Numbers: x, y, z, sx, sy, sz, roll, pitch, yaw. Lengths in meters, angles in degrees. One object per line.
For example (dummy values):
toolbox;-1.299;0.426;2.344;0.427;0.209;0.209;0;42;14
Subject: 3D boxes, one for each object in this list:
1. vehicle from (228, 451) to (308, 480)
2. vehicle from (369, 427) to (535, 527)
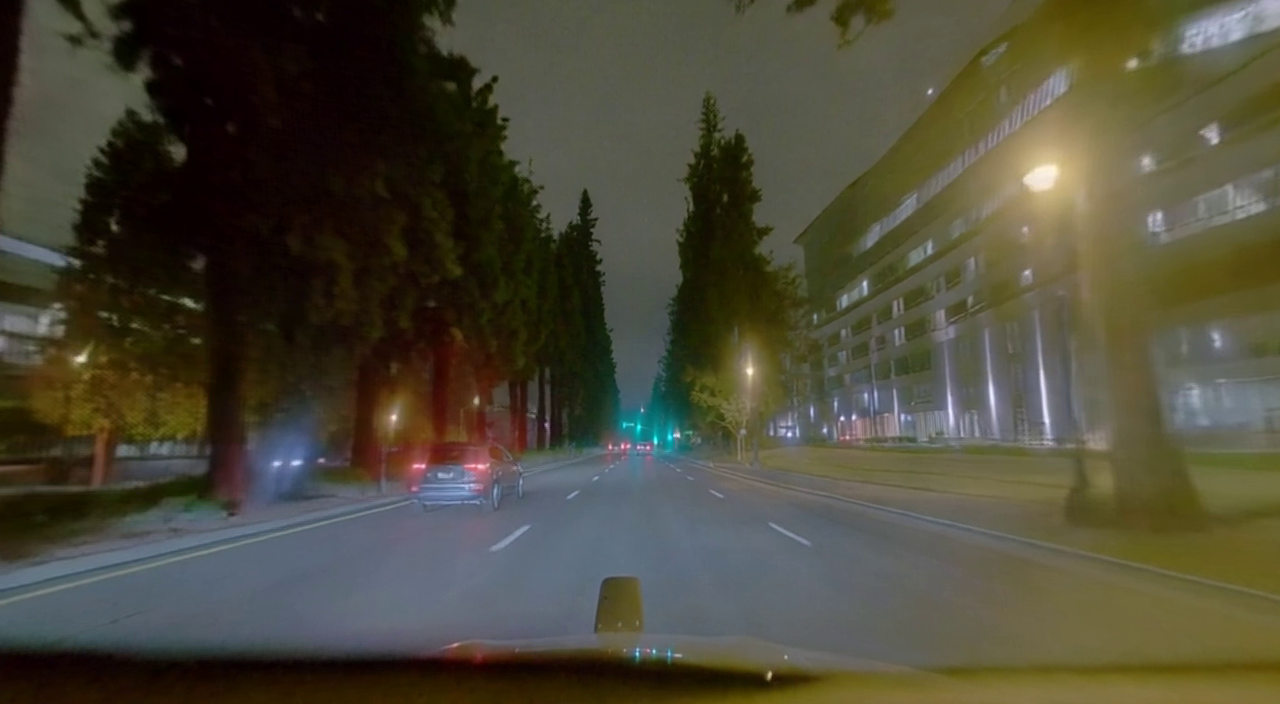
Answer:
vehicle;-20.794;6.333;35.550;1.773;1.457;4.419;0;-8;1
vehicle;-3.379;2.326;12.340;1.942;1.588;4.172;0;-8;0
